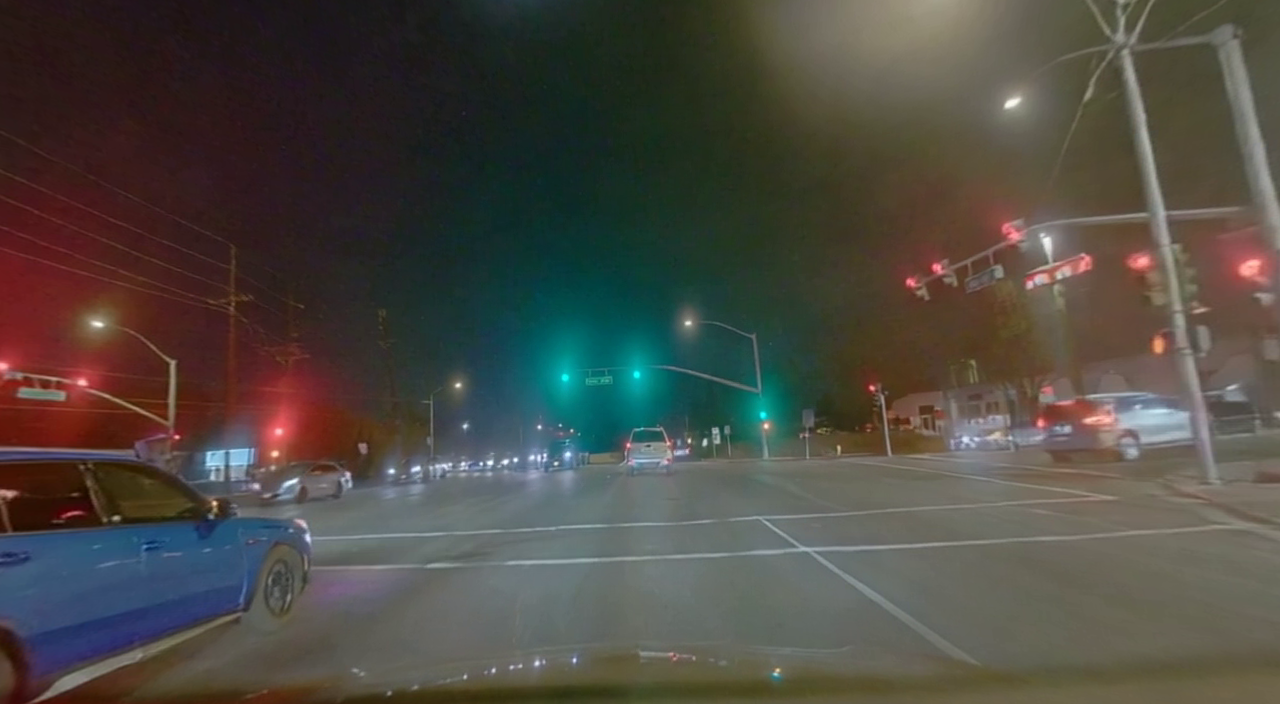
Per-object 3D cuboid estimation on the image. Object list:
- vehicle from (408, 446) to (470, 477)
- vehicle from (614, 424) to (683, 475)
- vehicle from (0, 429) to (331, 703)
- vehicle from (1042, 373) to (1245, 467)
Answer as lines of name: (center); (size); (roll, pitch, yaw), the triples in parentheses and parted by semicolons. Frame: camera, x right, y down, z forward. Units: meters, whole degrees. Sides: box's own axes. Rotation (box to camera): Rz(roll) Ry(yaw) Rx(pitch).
vehicle: (-11.436, 6.236, 36.212); (2.184, 1.641, 4.429); (0, -8, -1)
vehicle: (0.255, 3.952, 25.826); (2.513, 1.854, 5.235); (0, -8, -1)
vehicle: (-3.632, 1.149, 3.189); (1.996, 1.463, 4.094); (-1, -8, 1)
vehicle: (13.703, 1.904, 17.054); (5.877, 2.148, 2.452); (5, -10, -34)
